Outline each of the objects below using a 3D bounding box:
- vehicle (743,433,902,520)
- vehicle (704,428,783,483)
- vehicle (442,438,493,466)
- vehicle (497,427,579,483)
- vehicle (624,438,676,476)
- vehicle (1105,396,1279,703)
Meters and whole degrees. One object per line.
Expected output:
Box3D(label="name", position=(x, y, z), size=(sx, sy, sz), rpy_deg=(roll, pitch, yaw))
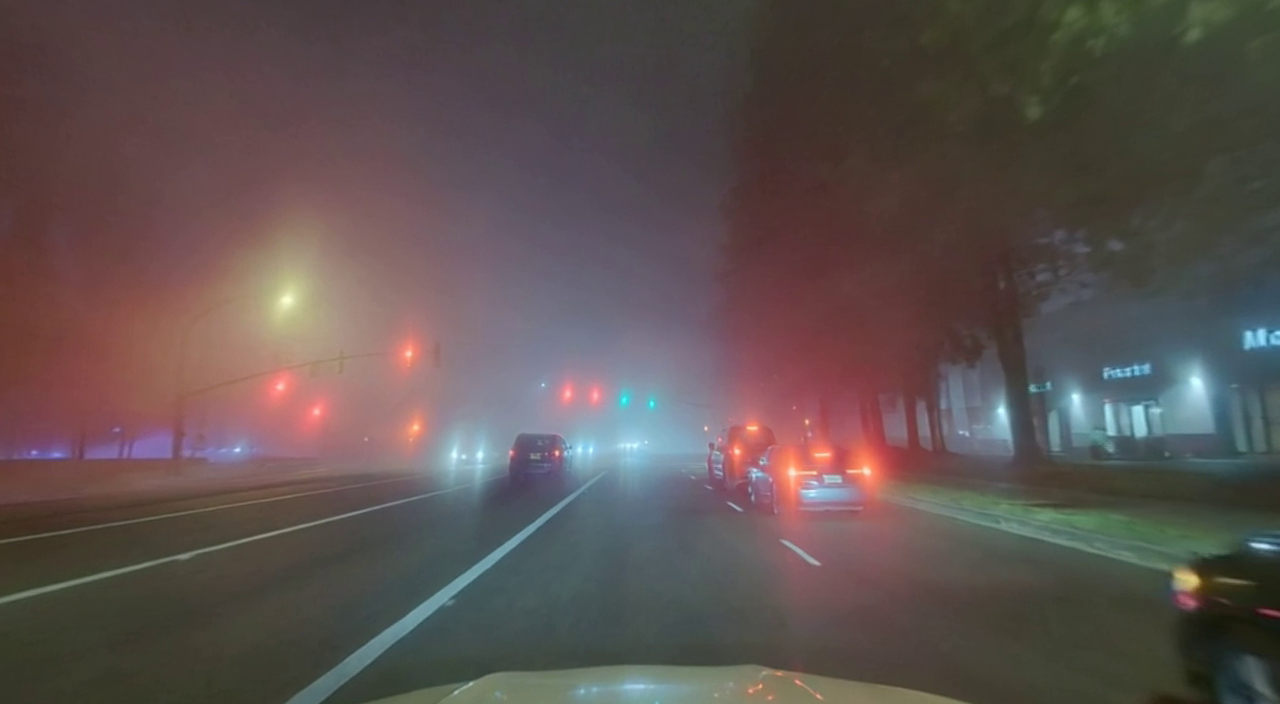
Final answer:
Box3D(label="vehicle", position=(3.466, 2.438, 12.909), size=(1.913, 1.463, 4.198), rpy_deg=(0, -8, -1))
Box3D(label="vehicle", position=(3.504, 3.585, 22.070), size=(1.992, 1.744, 4.183), rpy_deg=(0, -8, -1))
Box3D(label="vehicle", position=(-10.388, 6.033, 38.276), size=(1.989, 1.598, 4.054), rpy_deg=(-1, -8, 0))
Box3D(label="vehicle", position=(-3.397, 3.539, 21.854), size=(2.023, 1.720, 4.452), rpy_deg=(0, -8, 1))
Box3D(label="vehicle", position=(0.341, 4.236, 25.671), size=(1.971, 1.433, 3.923), rpy_deg=(0, -8, -1))
Box3D(label="vehicle", position=(3.201, 0.687, 0.755), size=(1.948, 1.474, 4.360), rpy_deg=(0, -8, 0))
